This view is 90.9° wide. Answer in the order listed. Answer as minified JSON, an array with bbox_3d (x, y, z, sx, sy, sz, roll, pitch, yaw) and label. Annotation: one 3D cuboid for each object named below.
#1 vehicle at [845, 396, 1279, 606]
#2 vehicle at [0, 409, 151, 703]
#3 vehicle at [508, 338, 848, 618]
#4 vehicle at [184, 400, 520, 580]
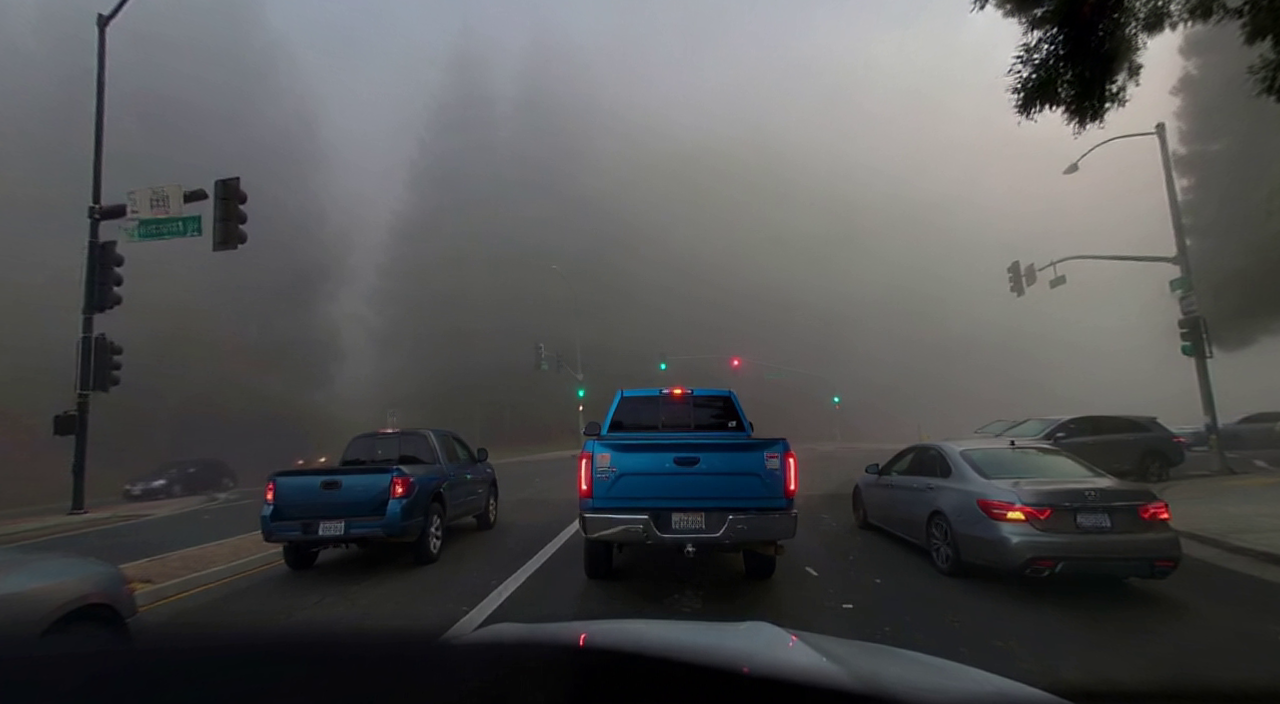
[{"bbox_3d":[4.049,1.498,7.186,1.984,1.659,4.226,0,-8,0],"label":"vehicle"},{"bbox_3d":[-3.388,0.708,0.647,1.998,1.481,4.656,0,-8,1],"label":"vehicle"},{"bbox_3d":[0.323,1.271,7.150,2.505,2.084,4.768,0,-8,1],"label":"vehicle"},{"bbox_3d":[-3.289,1.694,8.584,2.125,1.739,4.707,0,-8,3],"label":"vehicle"}]
